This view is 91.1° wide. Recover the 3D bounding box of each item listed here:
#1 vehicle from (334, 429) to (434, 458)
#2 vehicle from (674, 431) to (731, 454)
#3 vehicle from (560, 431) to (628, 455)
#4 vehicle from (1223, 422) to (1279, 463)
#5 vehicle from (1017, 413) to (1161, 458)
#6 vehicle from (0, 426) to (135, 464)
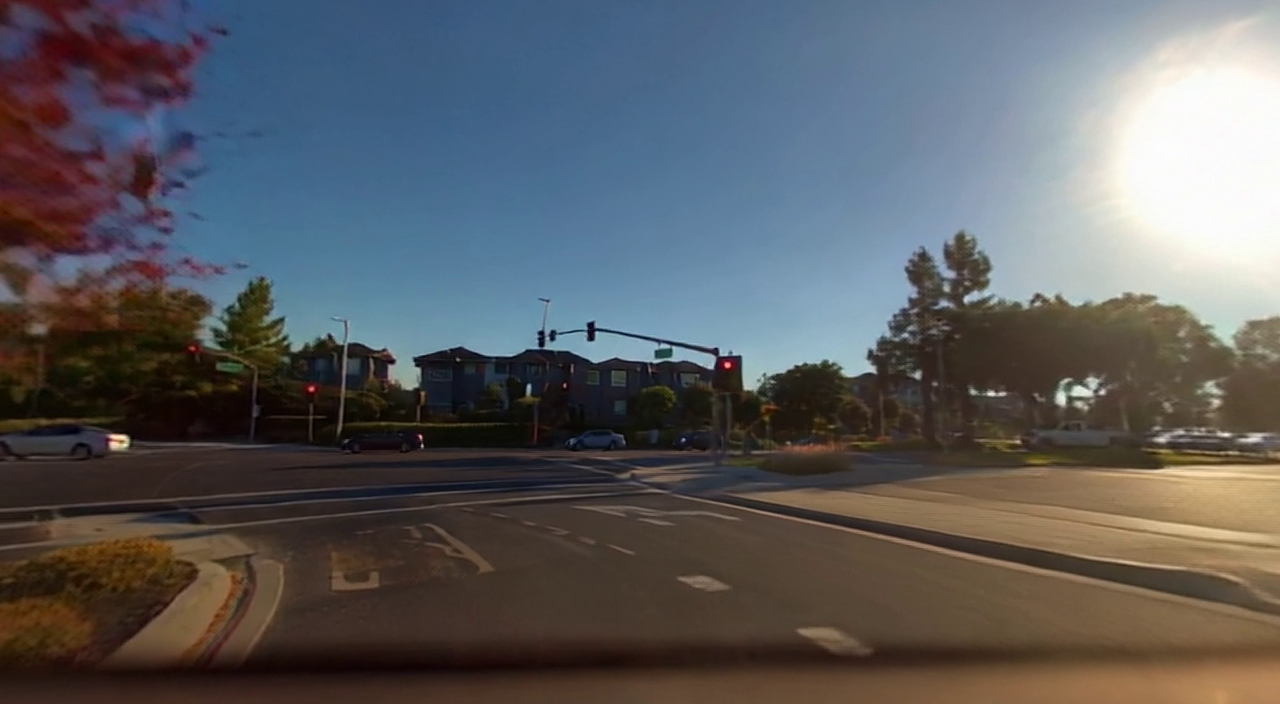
[{"bbox_3d":[-14.217,5.118,35.035,4.740,1.462,1.828,7,-11,-42],"label":"vehicle"},{"bbox_3d":[4.775,6.867,47.629,4.135,1.633,1.990,7,-11,-41],"label":"vehicle"},{"bbox_3d":[-3.239,6.481,44.719,4.649,1.585,1.965,8,-11,-42],"label":"vehicle"},{"bbox_3d":[31.568,4.612,32.052,2.402,1.920,5.467,-8,-12,42],"label":"vehicle"},{"bbox_3d":[24.175,4.569,34.004,5.939,2.249,2.437,-8,-11,41],"label":"vehicle"},{"bbox_3d":[-24.288,3.870,26.121,4.853,1.461,1.847,8,-12,-43],"label":"vehicle"}]
